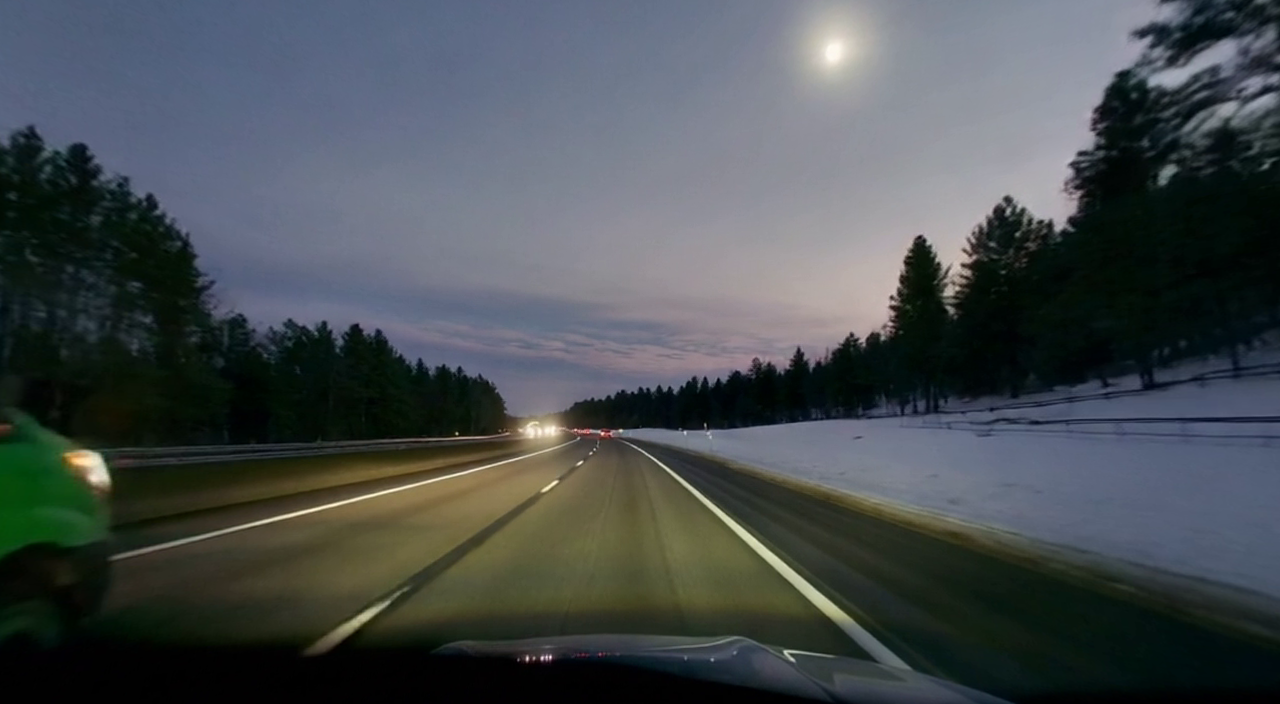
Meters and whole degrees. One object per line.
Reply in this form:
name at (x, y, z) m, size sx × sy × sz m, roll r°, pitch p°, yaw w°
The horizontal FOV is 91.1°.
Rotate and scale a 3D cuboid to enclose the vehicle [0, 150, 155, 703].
vehicle at (-4.011, 0.125, 0.674) m, size 2.561 × 2.509 × 5.465 m, roll 0°, pitch -8°, yaw 0°
